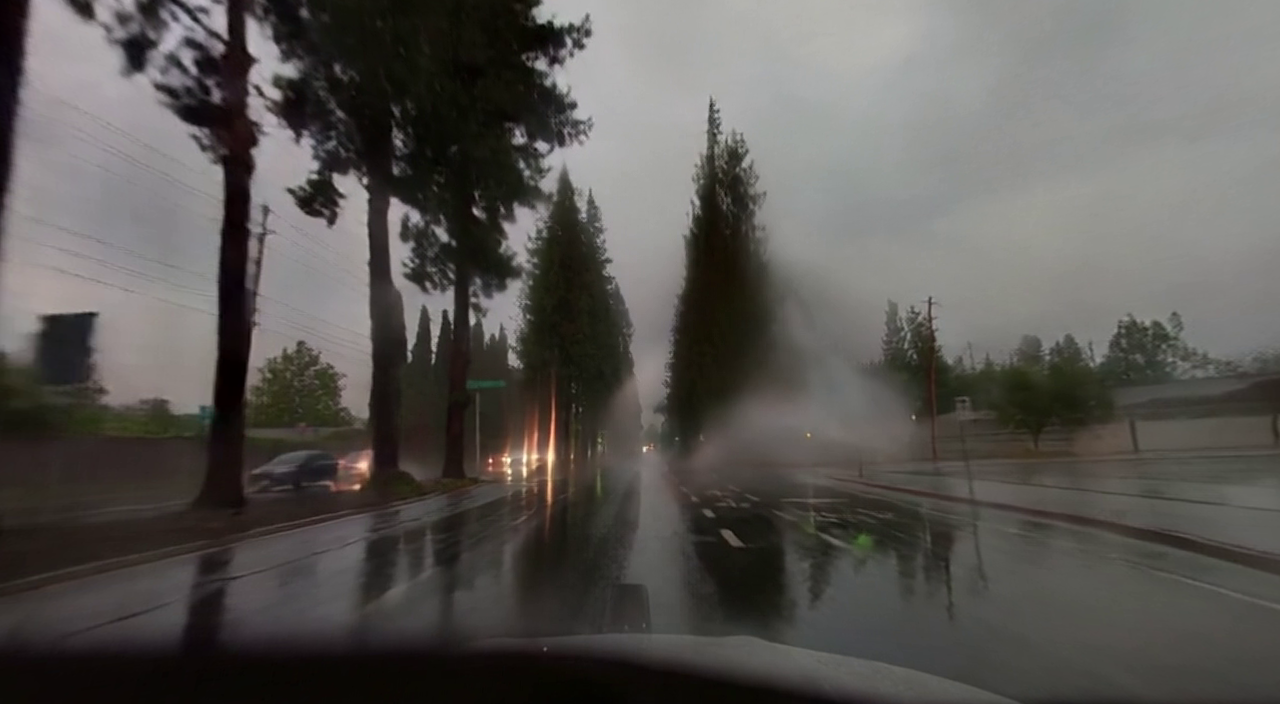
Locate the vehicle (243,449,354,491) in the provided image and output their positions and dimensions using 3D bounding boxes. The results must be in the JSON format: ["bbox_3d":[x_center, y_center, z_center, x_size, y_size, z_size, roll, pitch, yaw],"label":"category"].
[{"bbox_3d":[-13.618,4.708,25.483,1.883,1.484,4.464,0,-8,1],"label":"vehicle"}]
